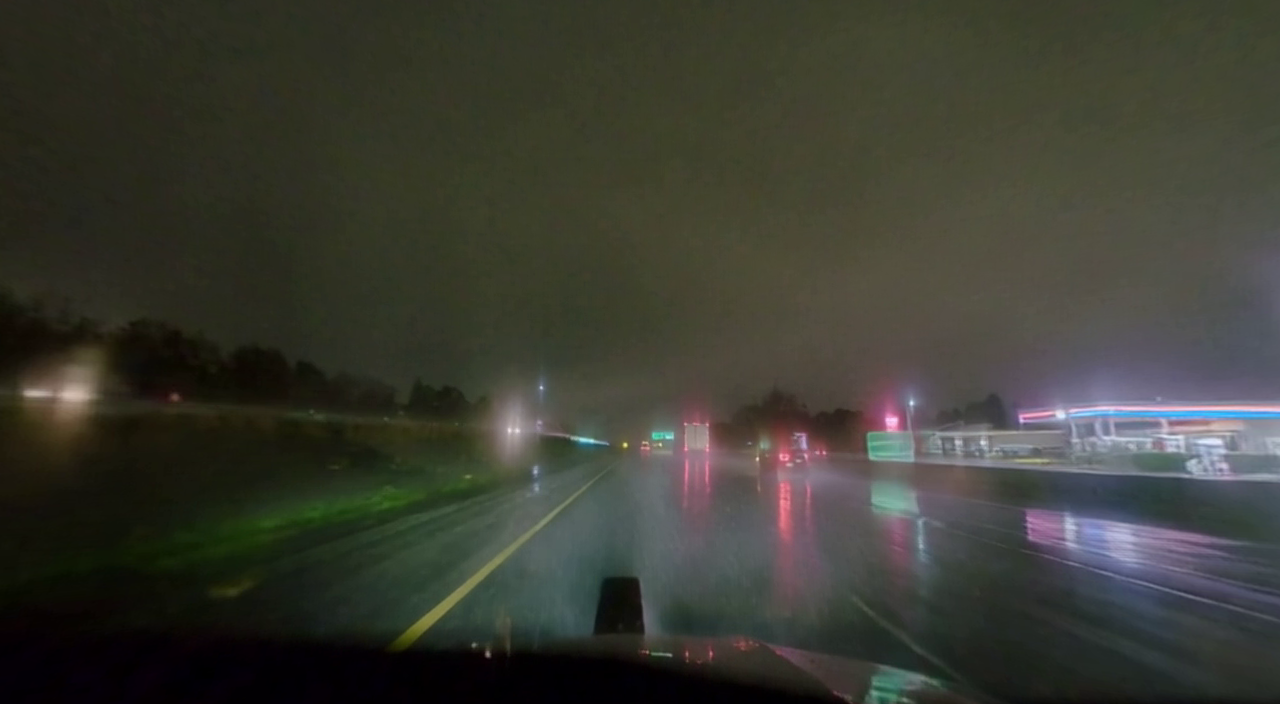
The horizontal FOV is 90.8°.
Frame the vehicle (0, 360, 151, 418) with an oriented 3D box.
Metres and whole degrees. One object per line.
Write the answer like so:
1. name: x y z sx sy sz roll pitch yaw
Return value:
1. vehicle: -21.404 1.502 23.600 1.958 1.702 5.234 0 -8 0
